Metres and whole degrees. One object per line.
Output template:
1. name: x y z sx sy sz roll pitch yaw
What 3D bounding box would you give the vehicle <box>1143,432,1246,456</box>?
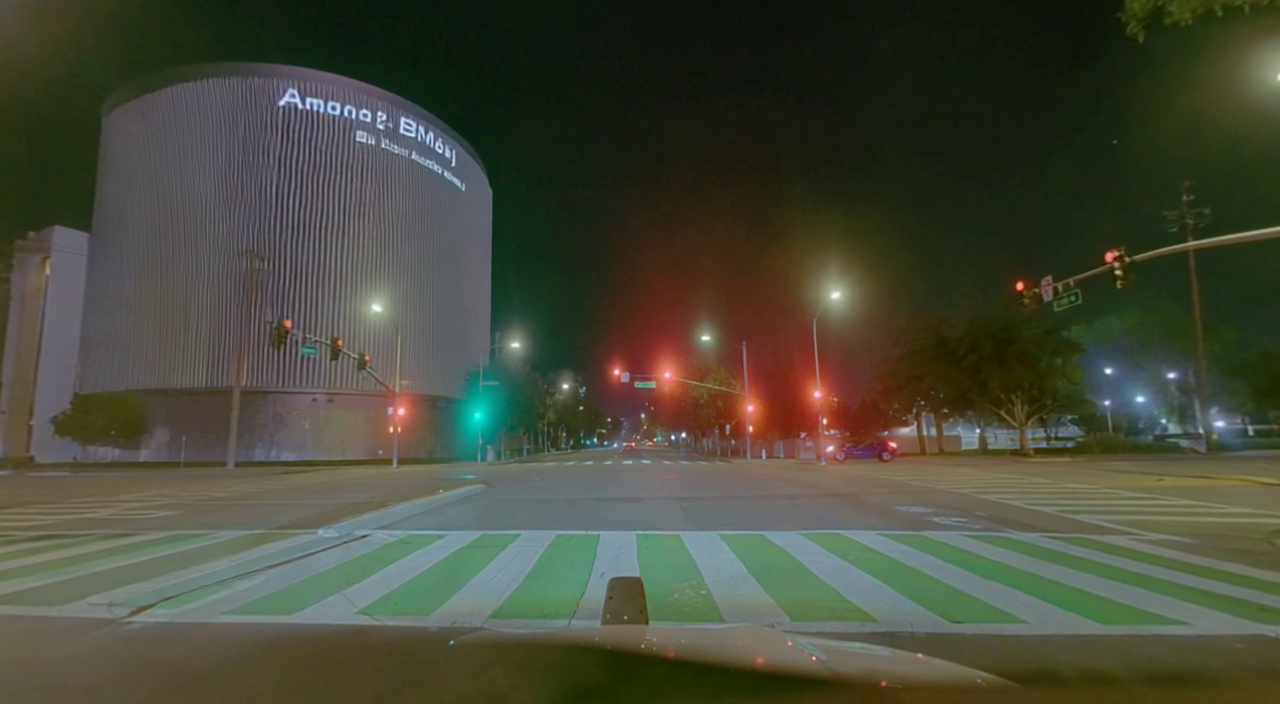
1. vehicle: 36.171 6.024 41.200 4.767 1.456 1.858 -1 -8 3

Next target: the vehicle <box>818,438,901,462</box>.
1. vehicle: 13.559 6.088 39.199 4.529 1.457 1.981 -1 -9 8

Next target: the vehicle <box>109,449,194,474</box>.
1. vehicle: -33.072 7.404 42.751 4.136 1.661 1.857 0 -8 1

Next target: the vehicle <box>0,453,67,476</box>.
1. vehicle: -41.656 7.636 42.764 3.698 1.467 1.779 0 -8 1
